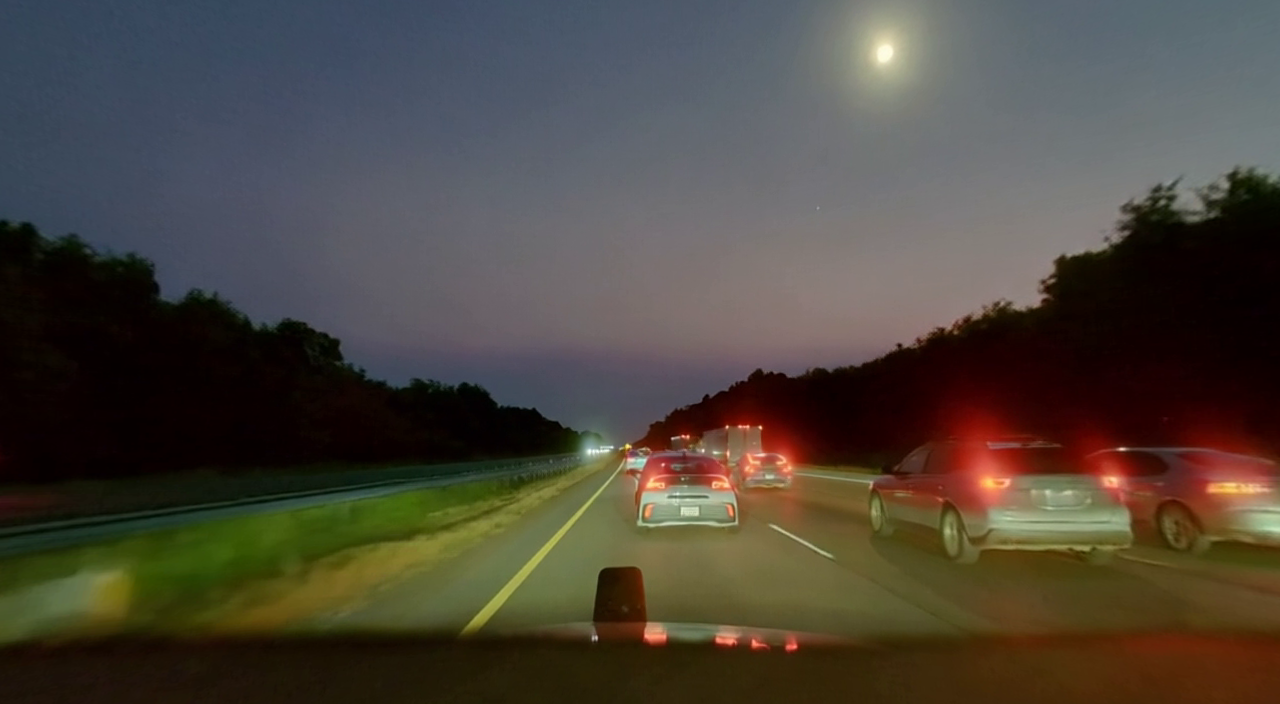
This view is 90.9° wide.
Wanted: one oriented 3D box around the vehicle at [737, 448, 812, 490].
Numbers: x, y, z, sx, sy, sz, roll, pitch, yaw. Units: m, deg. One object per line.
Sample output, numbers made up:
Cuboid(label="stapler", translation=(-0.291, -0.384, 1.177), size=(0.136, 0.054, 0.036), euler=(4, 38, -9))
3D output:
Cuboid(label="vehicle", translation=(5.187, 4.546, 24.830), size=(1.908, 1.500, 4.157), euler=(0, -9, -2))

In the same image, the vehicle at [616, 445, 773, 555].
Cuboid(label="vehicle", translation=(0.690, 2.261, 10.295), size=(2.094, 1.426, 3.725), euler=(0, -9, -1))

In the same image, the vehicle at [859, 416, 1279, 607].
Cuboid(label="vehicle", translation=(4.615, 1.767, 7.931), size=(1.998, 1.657, 4.604), euler=(0, -9, -1))
